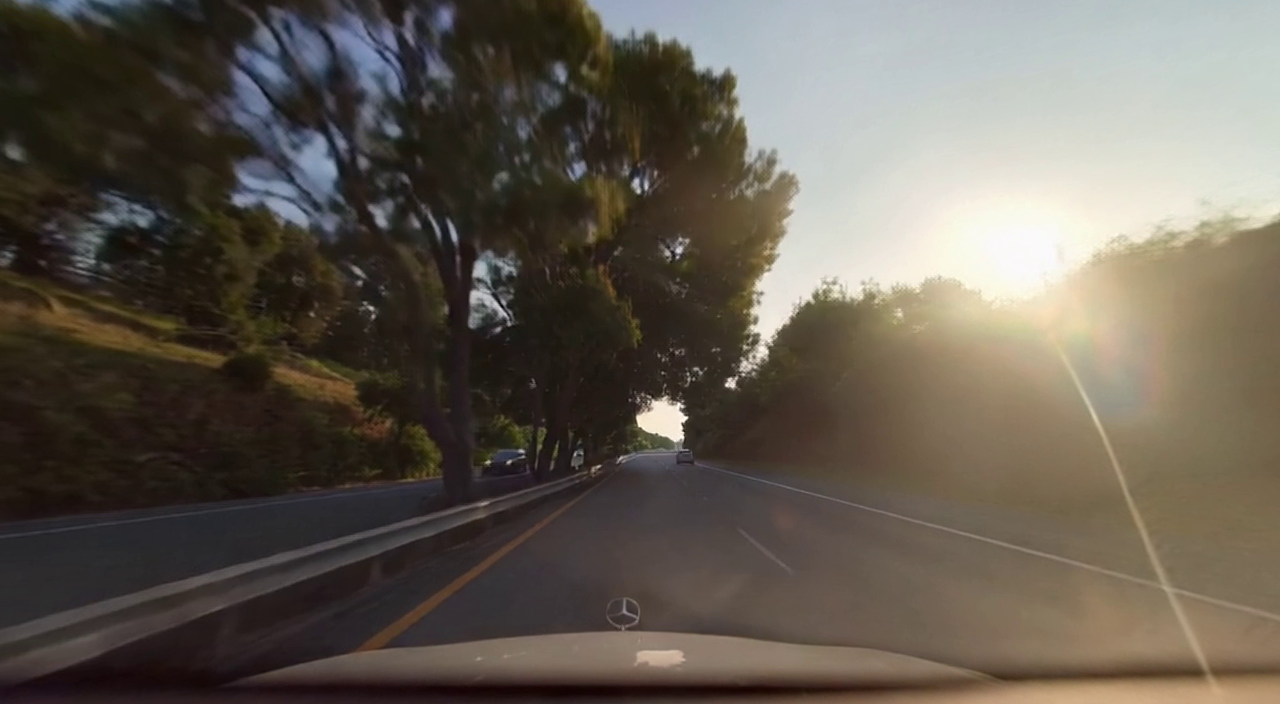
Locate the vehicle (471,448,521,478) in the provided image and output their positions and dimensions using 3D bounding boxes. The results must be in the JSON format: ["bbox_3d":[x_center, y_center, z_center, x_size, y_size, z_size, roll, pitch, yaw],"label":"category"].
[{"bbox_3d":[-9.220,7.156,40.922,2.177,1.747,4.436,0,-8,0],"label":"vehicle"}]
